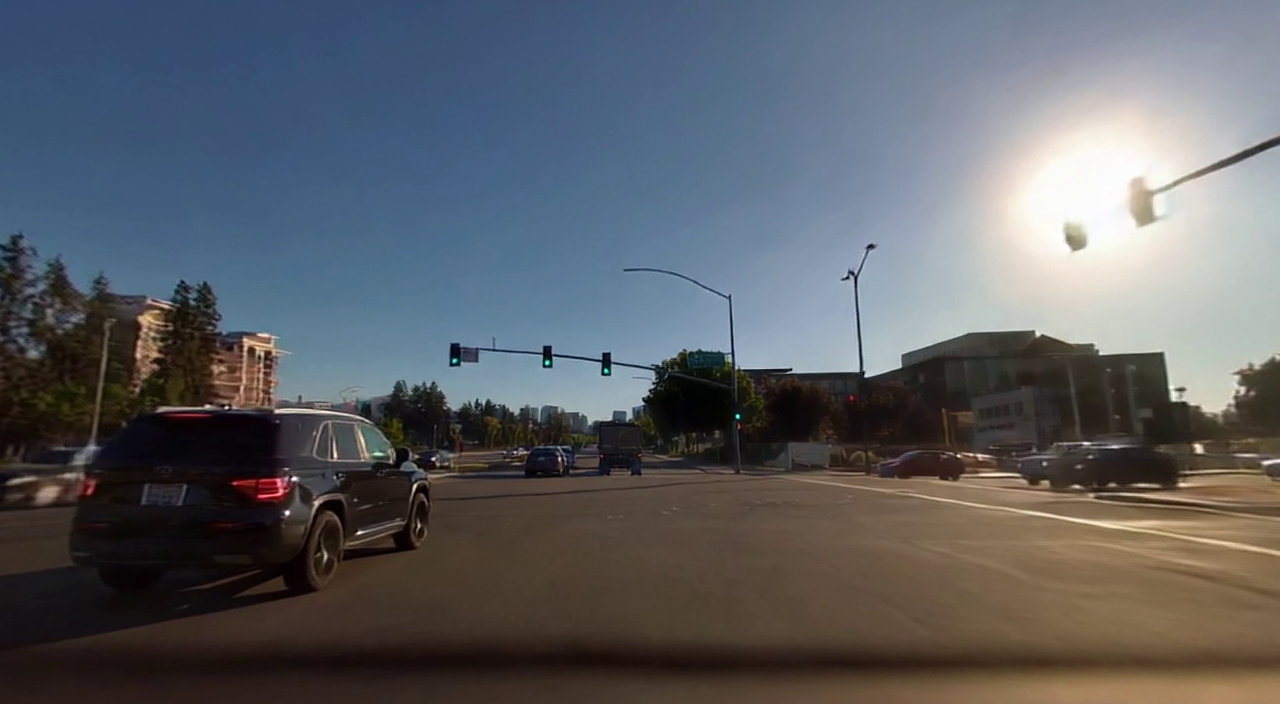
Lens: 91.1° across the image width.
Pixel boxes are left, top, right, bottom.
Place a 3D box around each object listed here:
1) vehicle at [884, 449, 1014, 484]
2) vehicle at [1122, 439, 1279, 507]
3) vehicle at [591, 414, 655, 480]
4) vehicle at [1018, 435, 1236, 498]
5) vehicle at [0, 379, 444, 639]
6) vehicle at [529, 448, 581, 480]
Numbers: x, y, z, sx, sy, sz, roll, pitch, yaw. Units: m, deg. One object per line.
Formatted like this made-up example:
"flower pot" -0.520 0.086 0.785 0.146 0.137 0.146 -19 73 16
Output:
"vehicle" 14.047 5.206 28.749 4.807 1.530 2.066 0 -9 -2
"vehicle" 15.090 2.892 15.291 4.983 1.511 2.077 0 -9 -1
"vehicle" -0.830 4.965 32.807 2.993 3.051 6.692 0 -9 0
"vehicle" 14.163 3.329 18.501 4.609 1.723 2.157 0 -9 -1
"vehicle" -4.054 1.472 6.960 2.178 1.826 4.933 0 -9 0
"vehicle" -4.148 5.504 31.214 2.023 1.483 4.143 0 -9 -1
